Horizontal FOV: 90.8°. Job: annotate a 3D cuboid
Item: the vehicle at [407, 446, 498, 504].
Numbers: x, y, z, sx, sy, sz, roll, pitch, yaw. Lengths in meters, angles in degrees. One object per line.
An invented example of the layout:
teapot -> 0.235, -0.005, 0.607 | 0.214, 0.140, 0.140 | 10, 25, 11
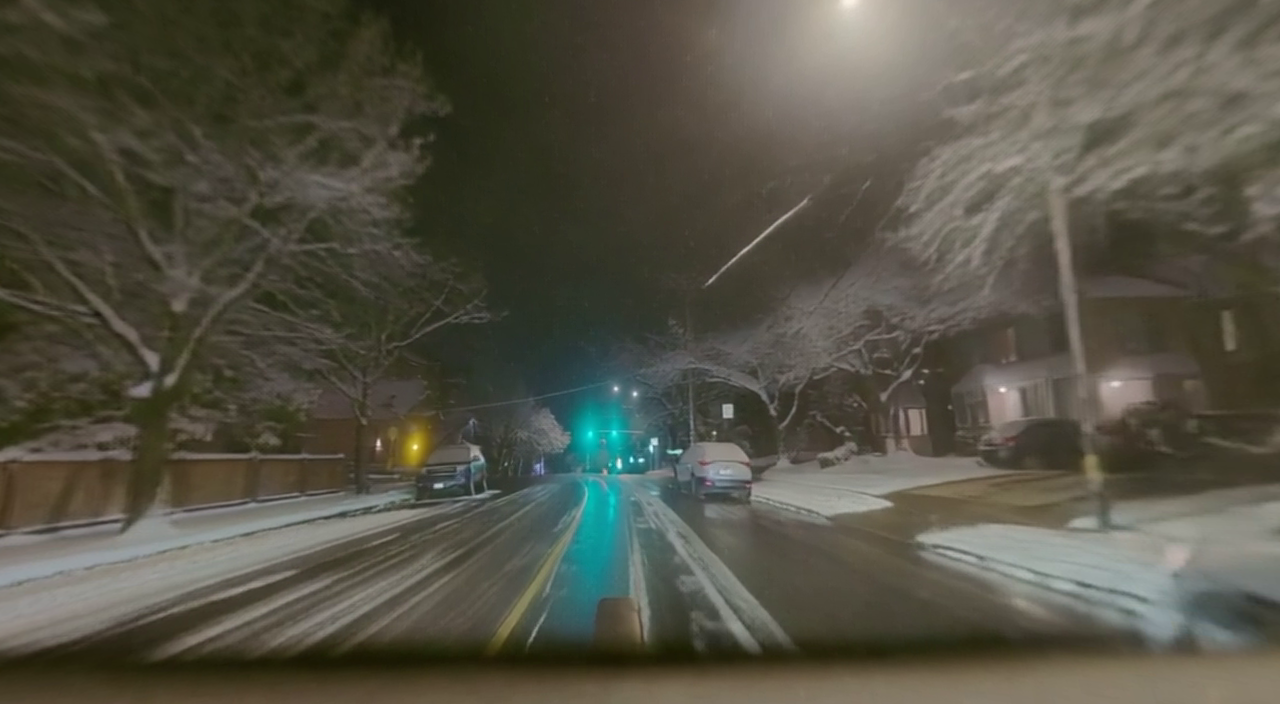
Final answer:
vehicle -> -6.333, 4.132, 21.843 | 2.051, 1.575, 4.581 | -2, -7, -4

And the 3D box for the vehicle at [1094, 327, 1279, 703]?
vehicle -> 3.367, 0.556, 0.767 | 1.990, 1.753, 4.783 | 0, -8, -1

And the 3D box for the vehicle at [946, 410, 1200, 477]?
vehicle -> 10.984, 2.403, 16.454 | 4.973, 1.579, 1.934 | -2, -9, 11

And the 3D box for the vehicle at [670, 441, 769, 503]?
vehicle -> 2.431, 3.813, 20.538 | 2.163, 1.742, 4.239 | 0, -9, -7
